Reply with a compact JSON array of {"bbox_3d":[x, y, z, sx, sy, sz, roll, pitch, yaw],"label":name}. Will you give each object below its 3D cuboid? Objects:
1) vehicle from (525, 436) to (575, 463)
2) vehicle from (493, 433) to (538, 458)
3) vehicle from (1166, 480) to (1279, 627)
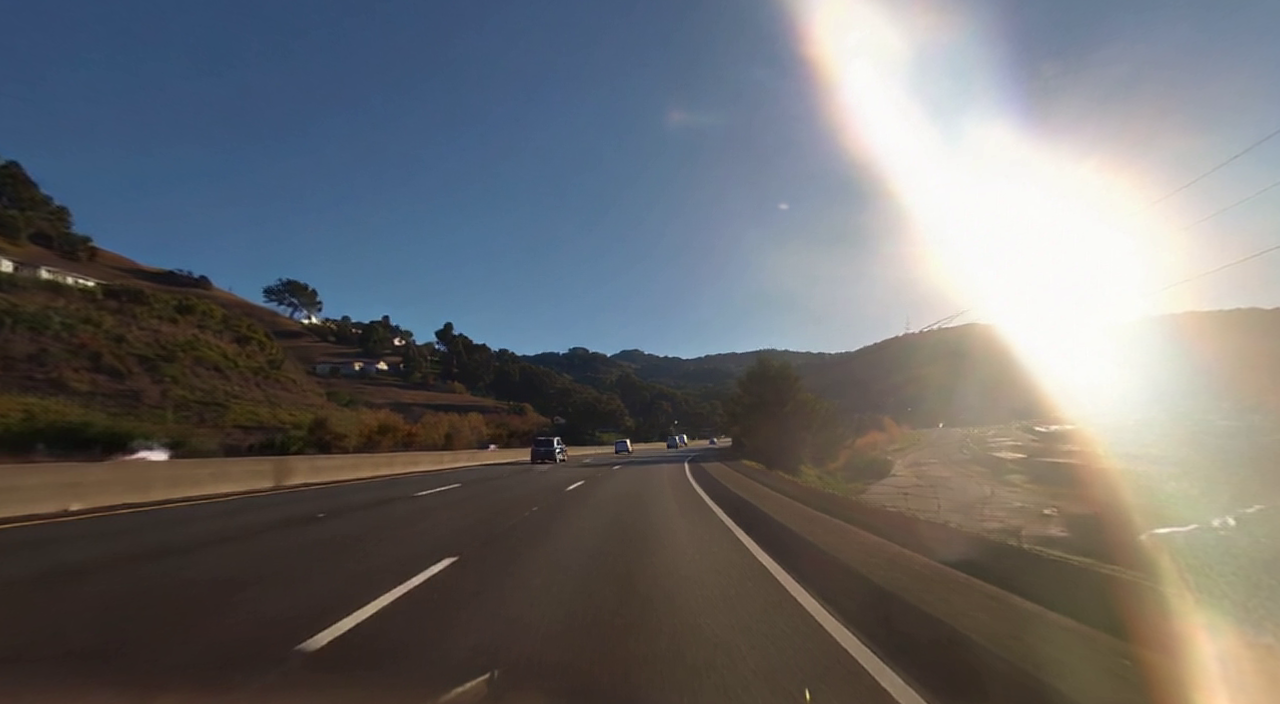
[{"bbox_3d":[-5.361,5.883,37.896,2.010,1.489,4.456,0,-9,5],"label":"vehicle"},{"bbox_3d":[-9.097,6.924,46.300,2.063,1.743,4.392,0,-9,5],"label":"vehicle"},{"bbox_3d":[10.308,2.787,8.009,2.325,1.972,5.577,1,-9,0],"label":"vehicle"}]
